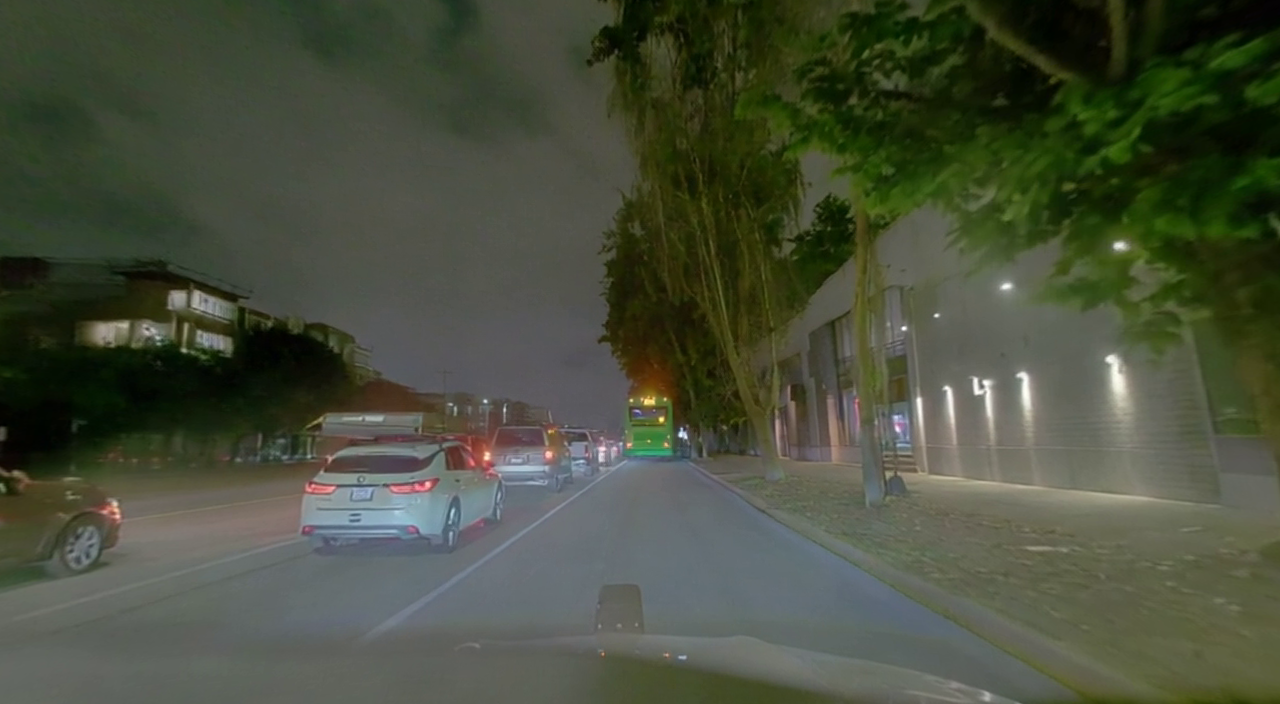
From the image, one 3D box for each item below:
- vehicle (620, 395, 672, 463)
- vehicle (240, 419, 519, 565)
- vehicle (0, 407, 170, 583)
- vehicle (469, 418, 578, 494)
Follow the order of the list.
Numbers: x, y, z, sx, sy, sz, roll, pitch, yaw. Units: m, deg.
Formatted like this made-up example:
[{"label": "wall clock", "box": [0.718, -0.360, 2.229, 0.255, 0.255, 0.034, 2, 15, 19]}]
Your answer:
[{"label": "vehicle", "box": [0.428, 5.276, 42.018, 2.970, 3.857, 12.200, 0, -9, 1]}, {"label": "vehicle", "box": [-3.294, 1.869, 9.209, 2.042, 1.571, 4.475, 0, -9, 2]}, {"label": "vehicle", "box": [-7.336, 1.369, 5.992, 2.252, 1.686, 4.447, 0, -9, 1]}, {"label": "vehicle", "box": [-3.184, 2.991, 18.488, 2.095, 1.892, 5.043, 0, -8, 1]}]
